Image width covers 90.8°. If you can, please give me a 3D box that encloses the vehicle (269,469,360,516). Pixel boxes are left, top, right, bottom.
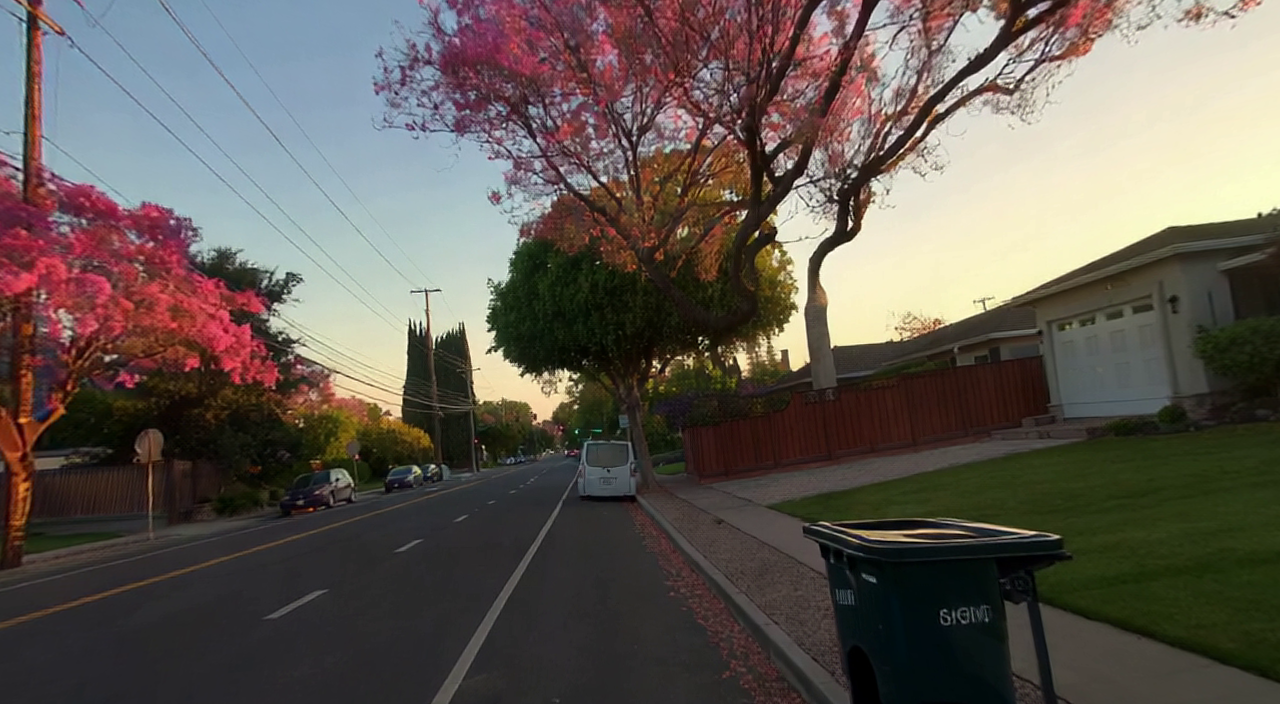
[{"bbox_3d":[-13.758,5.923,26.985,1.982,1.660,4.142,1,-8,-6],"label":"vehicle"}]

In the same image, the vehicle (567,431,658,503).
[{"bbox_3d":[-0.821,3.082,17.382,2.190,1.708,4.115,0,-8,-4],"label":"vehicle"}]
